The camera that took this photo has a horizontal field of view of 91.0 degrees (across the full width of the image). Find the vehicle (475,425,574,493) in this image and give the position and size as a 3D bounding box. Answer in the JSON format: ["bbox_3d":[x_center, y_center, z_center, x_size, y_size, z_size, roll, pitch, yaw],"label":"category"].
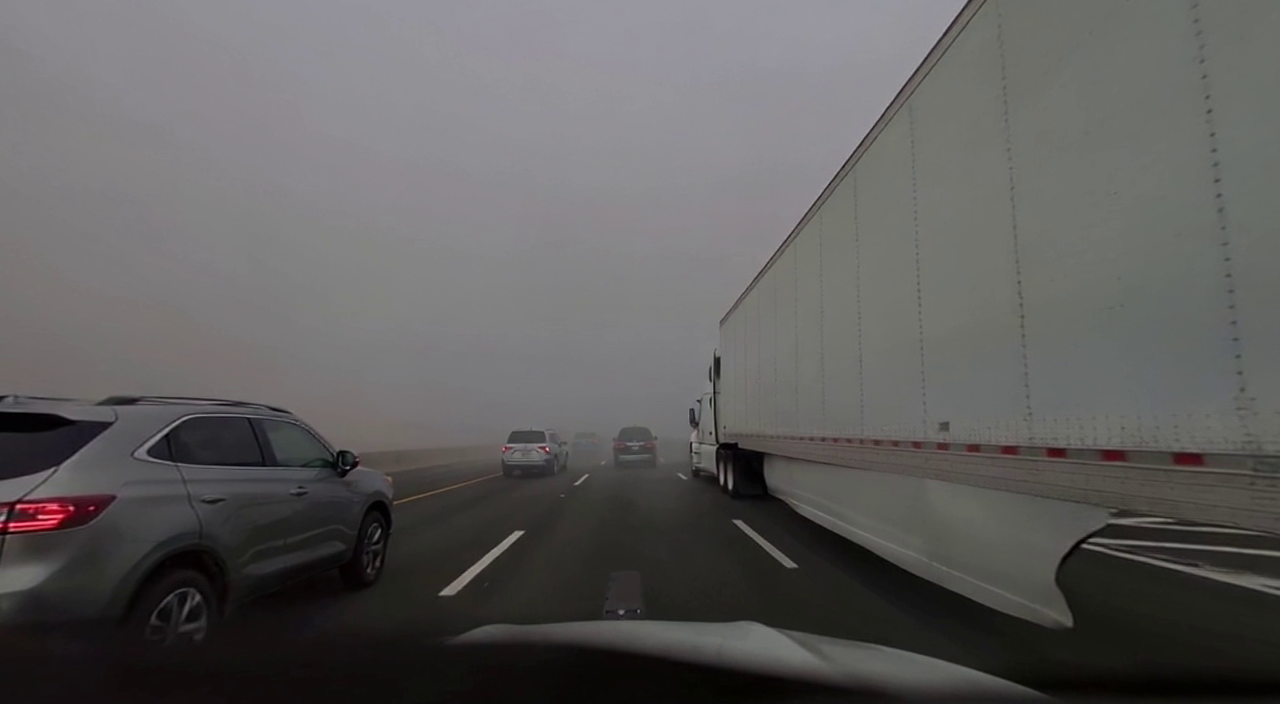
[{"bbox_3d":[-3.356,3.213,19.250,2.120,1.812,4.659,0,-8,0],"label":"vehicle"}]

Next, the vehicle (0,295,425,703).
[{"bbox_3d":[-3.304,0.982,3.936,2.193,1.803,4.958,0,-8,-1],"label":"vehicle"}]

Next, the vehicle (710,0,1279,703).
[{"bbox_3d":[3.492,0.760,10.130,2.852,4.121,16.210,0,-8,0],"label":"vehicle"}]

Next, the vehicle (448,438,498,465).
[{"bbox_3d":[-11.256,6.720,42.713,1.955,1.688,4.793,0,-8,1],"label":"vehicle"}]

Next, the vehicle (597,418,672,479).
[{"bbox_3d":[-0.220,3.949,25.971,2.704,2.216,5.804,0,-8,0],"label":"vehicle"}]
